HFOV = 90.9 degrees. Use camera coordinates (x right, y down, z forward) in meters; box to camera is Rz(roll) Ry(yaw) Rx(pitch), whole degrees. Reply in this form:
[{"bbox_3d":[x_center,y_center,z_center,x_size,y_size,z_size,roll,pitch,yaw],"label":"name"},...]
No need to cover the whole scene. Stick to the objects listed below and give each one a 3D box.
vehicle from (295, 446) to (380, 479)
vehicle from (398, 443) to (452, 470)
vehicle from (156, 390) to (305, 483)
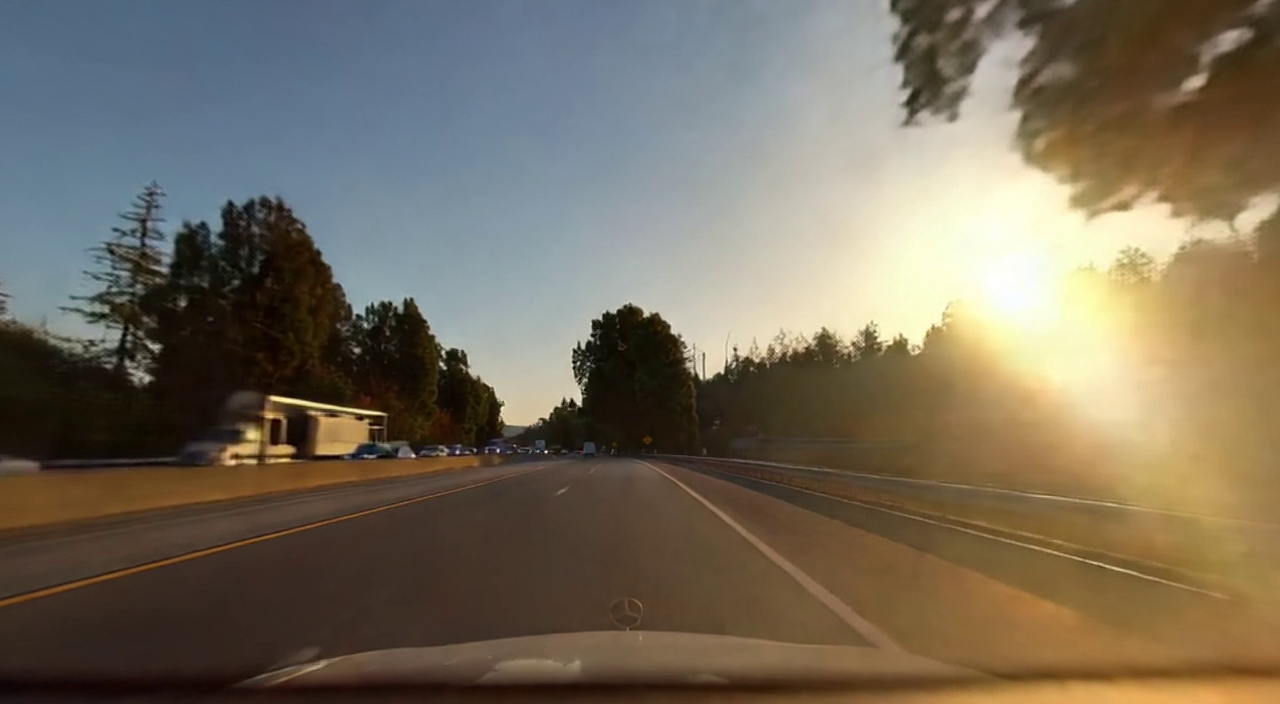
[{"bbox_3d":[-14.800,5.423,31.127,1.972,1.486,4.484,0,-9,0],"label":"vehicle"},{"bbox_3d":[-14.571,7.116,42.962,2.037,1.711,4.611,0,-9,1],"label":"vehicle"},{"bbox_3d":[-19.308,4.052,30.261,3.004,3.954,5.872,1,-8,0],"label":"vehicle"}]
